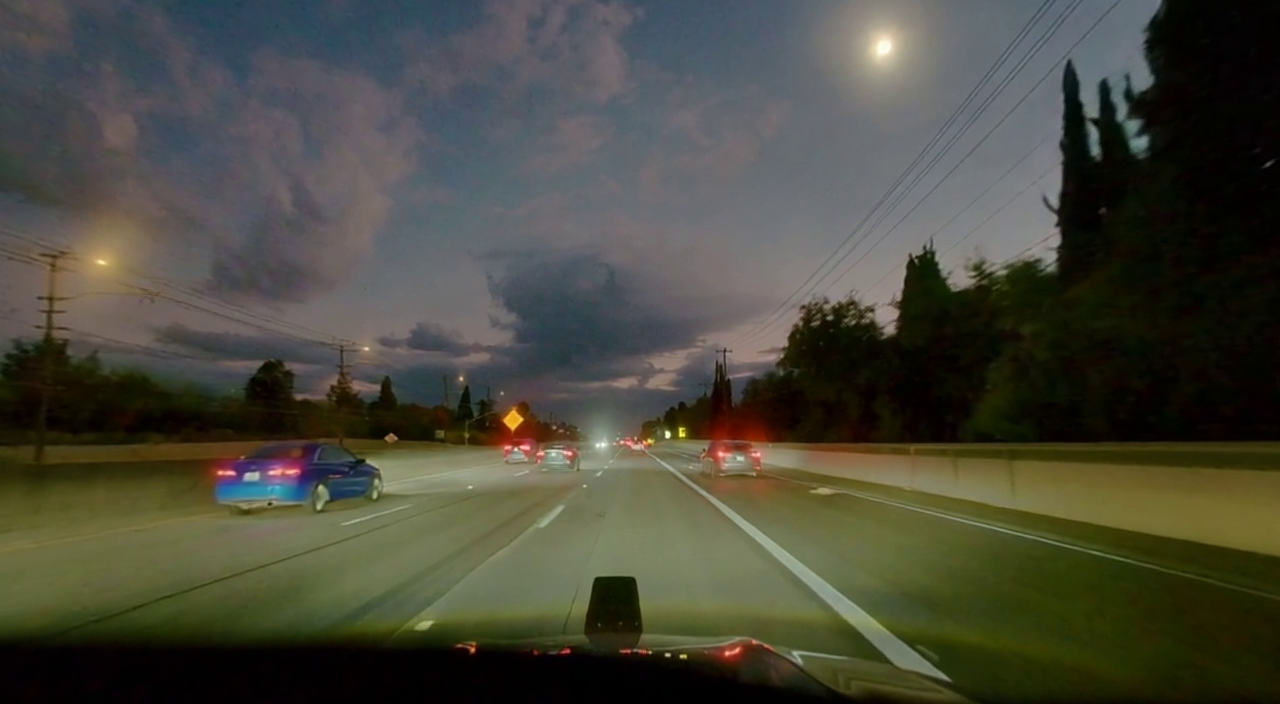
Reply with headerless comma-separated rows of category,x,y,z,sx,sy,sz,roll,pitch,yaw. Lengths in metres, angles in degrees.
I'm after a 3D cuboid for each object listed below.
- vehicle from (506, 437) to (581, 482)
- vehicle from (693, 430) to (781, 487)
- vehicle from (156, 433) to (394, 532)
vehicle,-3.455,3.931,23.440,2.066,1.488,4.377,0,-8,0
vehicle,3.064,3.487,21.043,2.100,1.659,4.387,0,-8,-2
vehicle,-6.377,2.291,11.736,1.903,1.482,4.180,0,-8,0
